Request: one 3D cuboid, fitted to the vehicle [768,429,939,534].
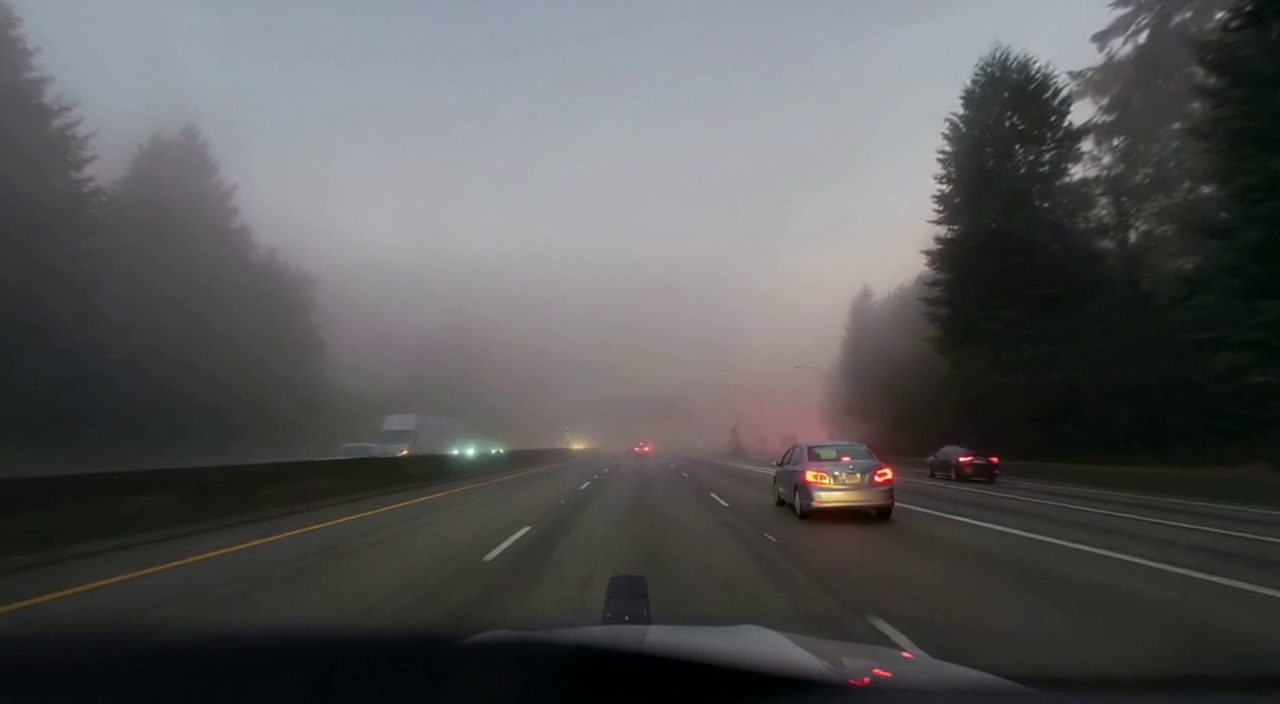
[{"bbox_3d":[3.670,2.271,11.664,1.909,1.599,3.943,0,-8,2],"label":"vehicle"}]

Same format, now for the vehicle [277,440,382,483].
[{"bbox_3d":[-12.153,4.292,25.003,1.901,1.535,4.350,0,-8,1],"label":"vehicle"}]

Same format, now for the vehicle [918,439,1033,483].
[{"bbox_3d":[12.068,3.930,23.042,2.002,1.445,4.637,-1,-8,5],"label":"vehicle"}]
